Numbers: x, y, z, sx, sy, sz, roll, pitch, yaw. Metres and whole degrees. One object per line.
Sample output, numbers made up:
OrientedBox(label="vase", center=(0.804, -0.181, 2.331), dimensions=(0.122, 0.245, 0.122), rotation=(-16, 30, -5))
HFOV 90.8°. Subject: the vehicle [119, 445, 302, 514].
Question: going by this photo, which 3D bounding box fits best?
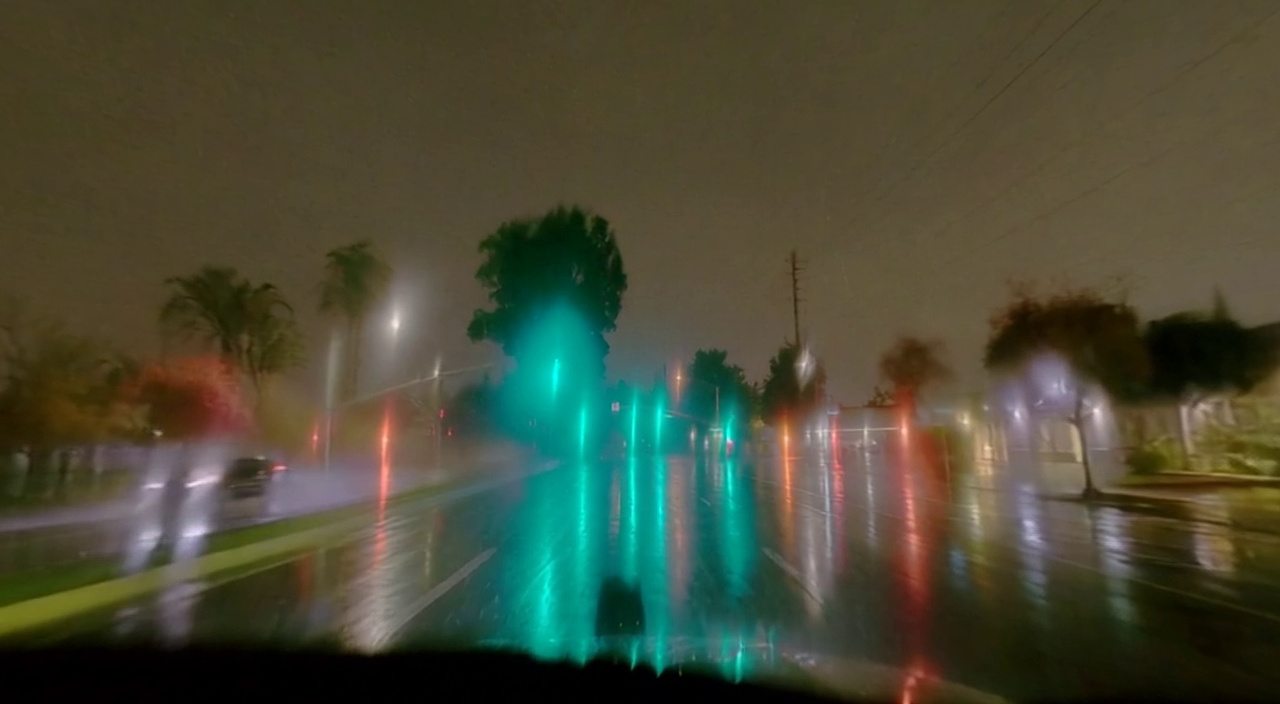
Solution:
OrientedBox(label="vehicle", center=(-12.049, 3.556, 18.205), dimensions=(2.033, 1.693, 4.551), rotation=(0, -9, 0))
